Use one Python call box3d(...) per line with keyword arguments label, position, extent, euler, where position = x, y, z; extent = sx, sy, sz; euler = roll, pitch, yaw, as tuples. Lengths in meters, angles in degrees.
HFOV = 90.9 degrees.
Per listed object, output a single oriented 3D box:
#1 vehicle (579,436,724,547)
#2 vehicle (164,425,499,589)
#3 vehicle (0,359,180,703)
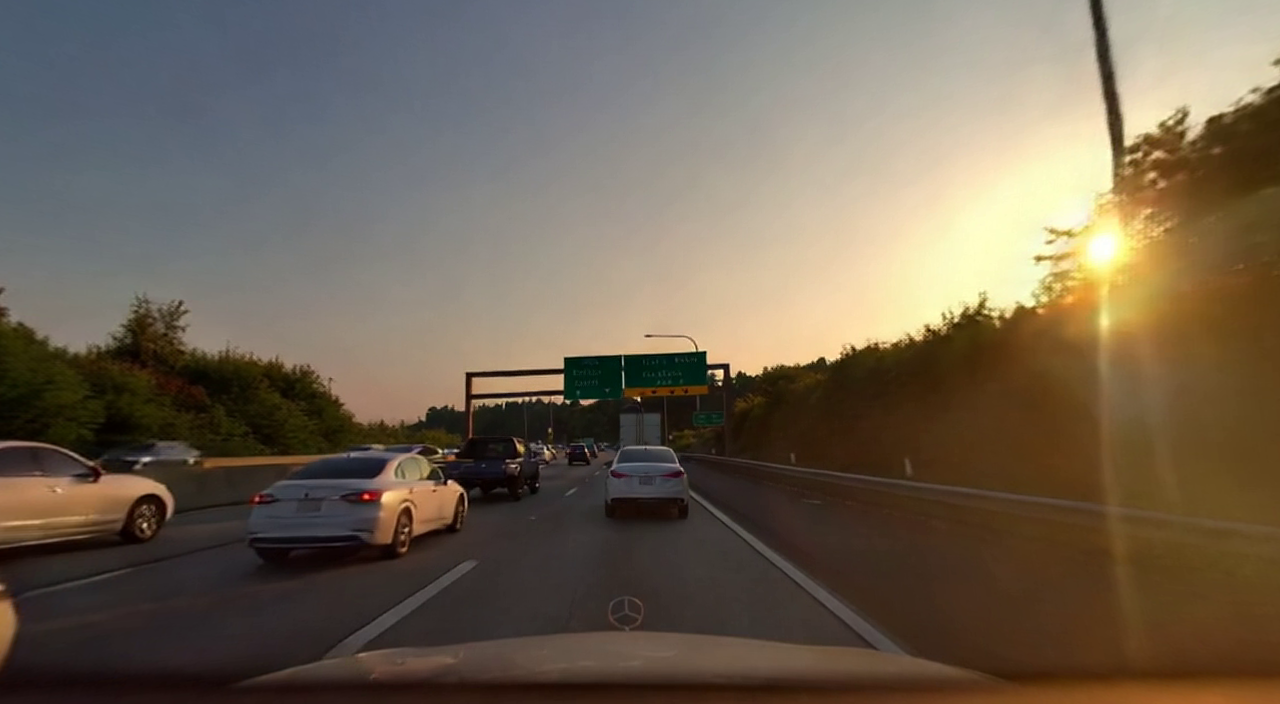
box3d(label="vehicle", position=(0.161, 2.178, 10.396), extent=(1.995, 1.495, 3.380), euler=(0, -9, 0))
box3d(label="vehicle", position=(-3.336, 1.761, 8.017), extent=(1.980, 1.491, 4.340), euler=(0, -9, 1))
box3d(label="vehicle", position=(-3.661, 0.663, 1.285), extent=(2.165, 1.638, 4.317), euler=(0, -9, 0))
